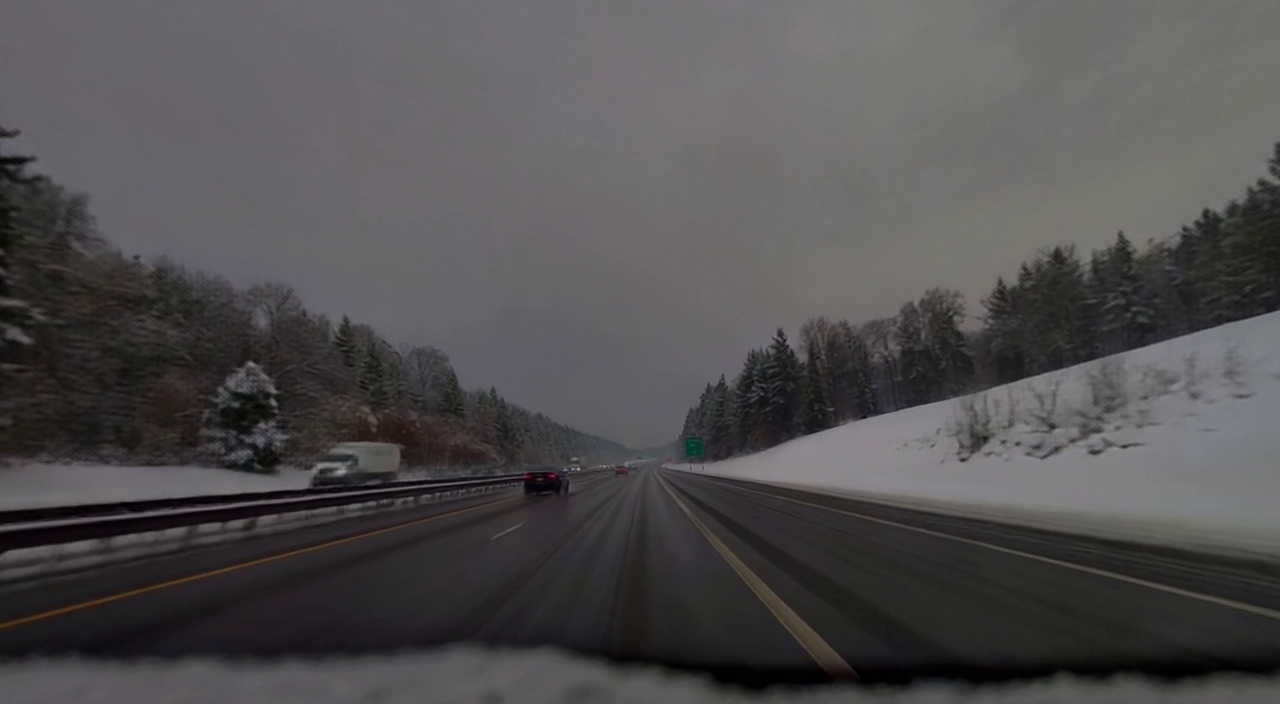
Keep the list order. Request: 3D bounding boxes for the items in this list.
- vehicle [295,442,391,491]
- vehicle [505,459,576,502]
[{"bbox_3d":[-17.734,6.944,38.233,2.261,2.667,7.060,0,-10,1],"label":"vehicle"},{"bbox_3d":[-3.788,5.019,24.883,2.043,1.486,4.442,0,-10,0],"label":"vehicle"}]
